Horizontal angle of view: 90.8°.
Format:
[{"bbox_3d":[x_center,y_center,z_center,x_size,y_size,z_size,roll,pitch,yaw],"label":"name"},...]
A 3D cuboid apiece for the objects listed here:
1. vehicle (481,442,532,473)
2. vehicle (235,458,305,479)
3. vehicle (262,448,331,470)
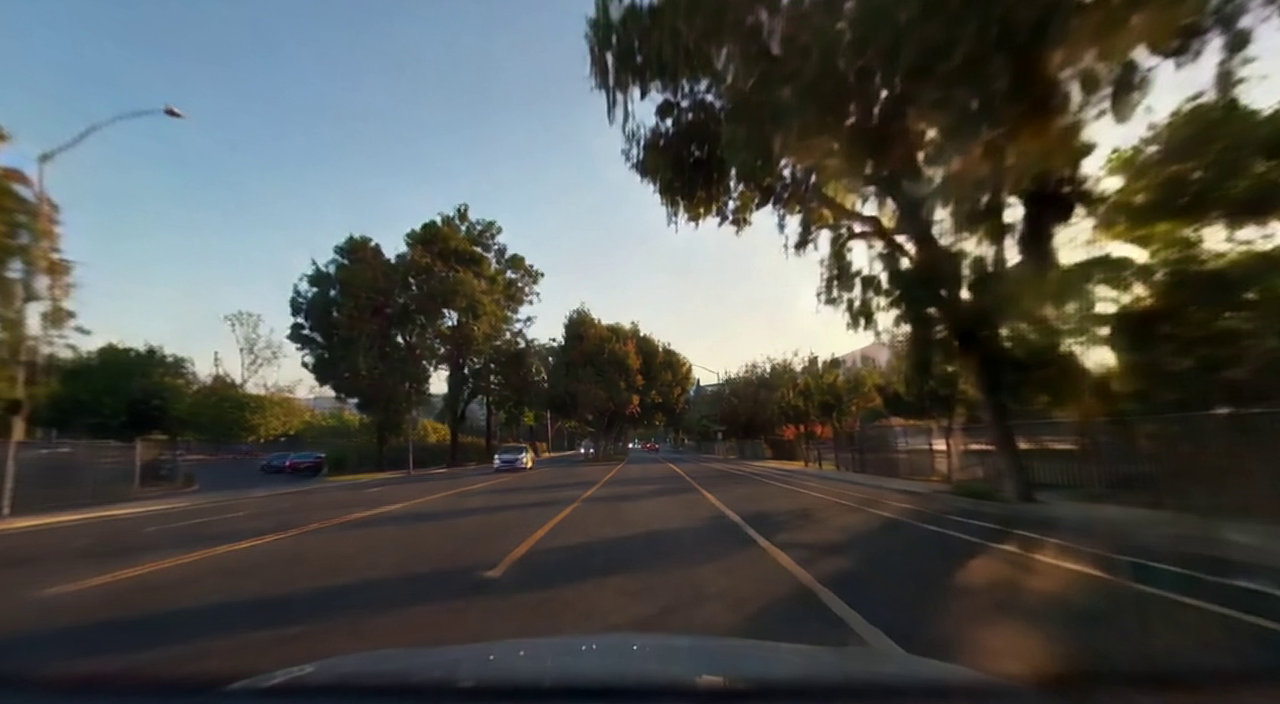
[{"bbox_3d":[-7.704,6.146,36.940,1.979,1.684,4.289,-1,-8,1],"label":"vehicle"},{"bbox_3d":[-26.900,8.478,45.943,3.977,1.453,1.768,0,-9,3],"label":"vehicle"},{"bbox_3d":[-26.470,8.238,48.757,4.140,1.635,2.059,0,-8,-1],"label":"vehicle"}]
